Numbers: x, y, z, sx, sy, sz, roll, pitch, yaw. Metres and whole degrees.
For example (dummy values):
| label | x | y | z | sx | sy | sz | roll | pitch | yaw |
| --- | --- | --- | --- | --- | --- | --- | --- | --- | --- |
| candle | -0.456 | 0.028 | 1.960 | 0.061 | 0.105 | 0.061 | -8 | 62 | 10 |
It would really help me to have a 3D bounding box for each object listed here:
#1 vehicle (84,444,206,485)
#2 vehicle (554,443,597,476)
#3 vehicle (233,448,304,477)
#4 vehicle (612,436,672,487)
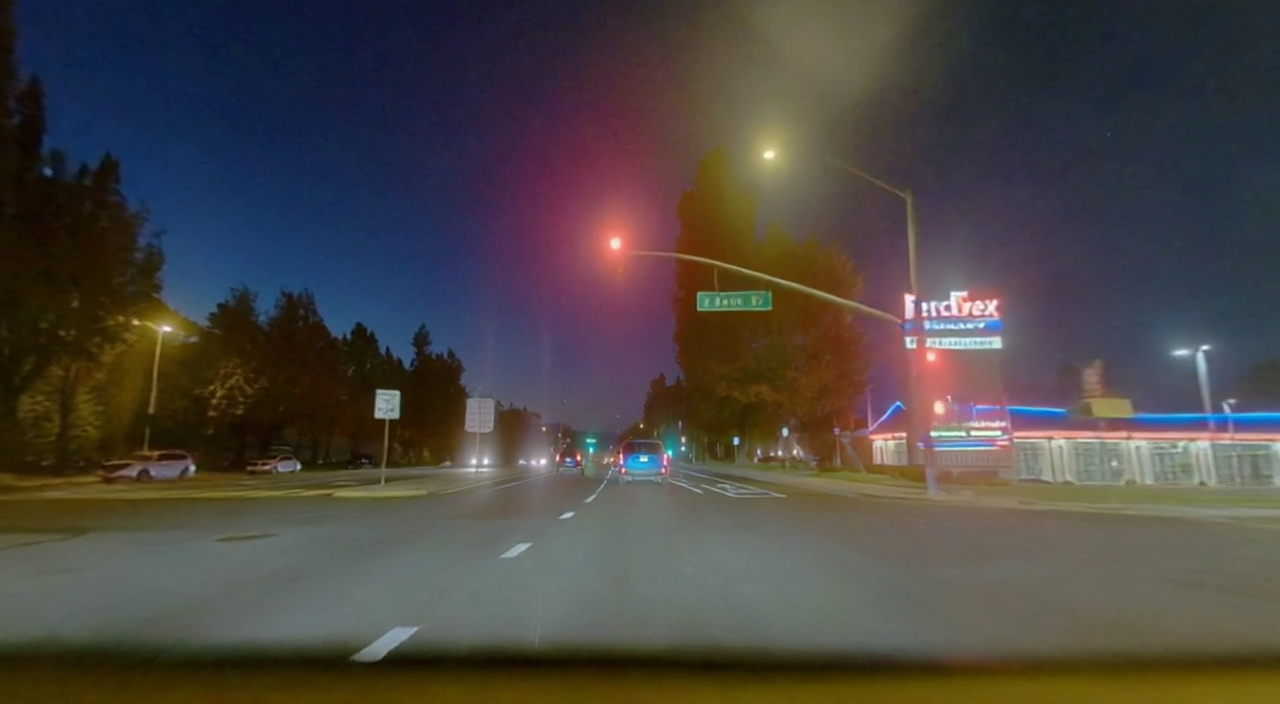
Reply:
| label | x | y | z | sx | sy | sz | roll | pitch | yaw |
| --- | --- | --- | --- | --- | --- | --- | --- | --- | --- |
| vehicle | -25.692 | 5.814 | 33.122 | 2.182 | 1.906 | 5.364 | 0 | -8 | -3 |
| vehicle | -3.924 | 6.632 | 39.246 | 2.202 | 1.856 | 4.516 | 0 | -8 | -1 |
| vehicle | -26.157 | 7.766 | 44.727 | 2.111 | 1.839 | 4.932 | 0 | -8 | -2 |
| vehicle | 0.035 | 4.565 | 26.741 | 2.273 | 1.909 | 5.075 | 0 | -8 | -1 |
